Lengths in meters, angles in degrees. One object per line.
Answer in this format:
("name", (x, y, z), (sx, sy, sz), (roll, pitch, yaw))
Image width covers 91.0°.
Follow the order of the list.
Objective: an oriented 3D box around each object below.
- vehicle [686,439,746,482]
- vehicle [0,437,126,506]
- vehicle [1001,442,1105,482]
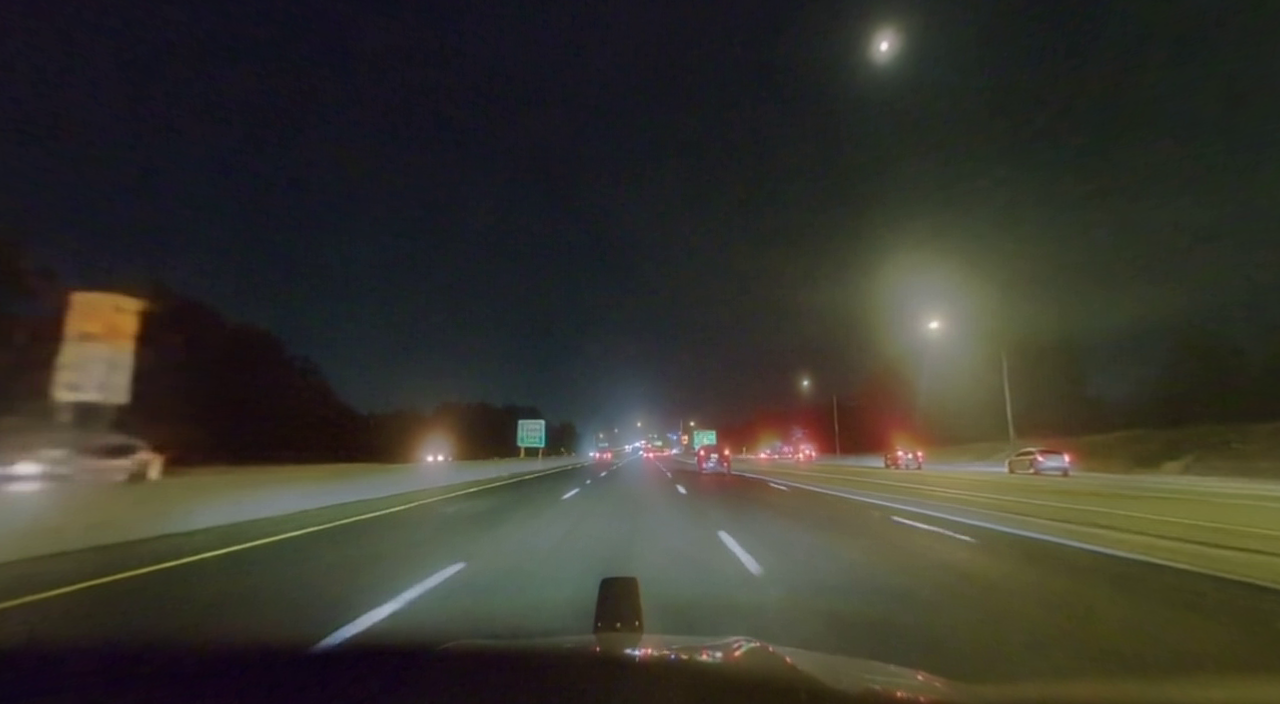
("vehicle", (3.335, 4.864, 28.540), (2.147, 1.794, 4.538), (0, -9, 0))
("vehicle", (-18.106, 3.384, 18.118), (2.066, 1.824, 5.243), (0, -9, 2))
("vehicle", (20.285, 5.401, 31.249), (2.116, 1.754, 4.727), (0, -9, 3))
